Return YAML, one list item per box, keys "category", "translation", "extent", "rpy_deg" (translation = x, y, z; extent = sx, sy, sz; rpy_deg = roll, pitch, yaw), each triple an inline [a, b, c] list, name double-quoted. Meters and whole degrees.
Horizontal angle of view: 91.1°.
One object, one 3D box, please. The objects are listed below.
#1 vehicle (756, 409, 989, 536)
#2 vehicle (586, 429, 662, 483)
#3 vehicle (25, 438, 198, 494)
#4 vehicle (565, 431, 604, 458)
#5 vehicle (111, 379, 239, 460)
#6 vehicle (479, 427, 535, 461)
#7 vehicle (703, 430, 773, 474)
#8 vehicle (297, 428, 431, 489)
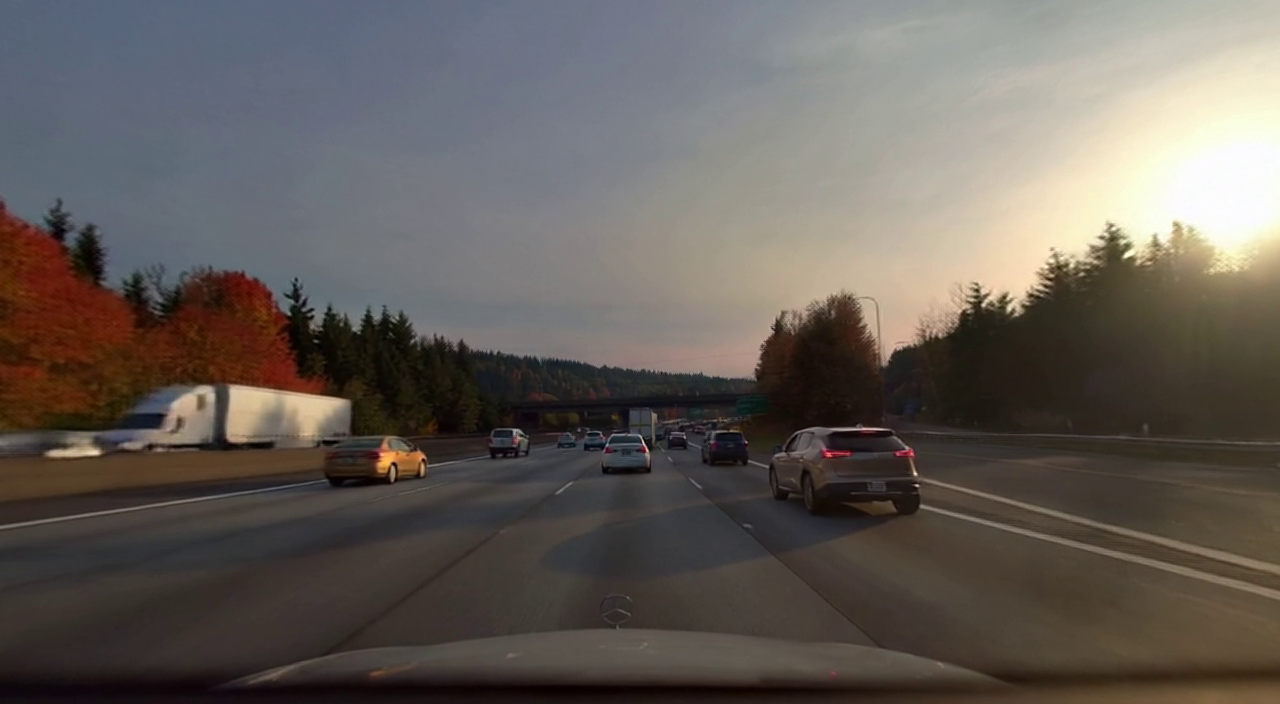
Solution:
- category: "vehicle"
  translation: [3.450, 1.867, 10.433]
  extent: [2.095, 1.650, 4.331]
  rpy_deg: [0, -8, -2]
- category: "vehicle"
  translation: [-0.482, 3.181, 19.655]
  extent: [2.111, 1.494, 4.364]
  rpy_deg: [0, -8, -1]
- category: "vehicle"
  translation: [-15.411, 3.288, 18.651]
  extent: [1.775, 1.463, 3.812]
  rpy_deg: [0, -8, 1]
- category: "vehicle"
  translation: [-3.531, 5.986, 40.874]
  extent: [2.064, 1.672, 4.277]
  rpy_deg: [0, -8, 1]
- category: "vehicle"
  translation: [-22.959, 3.394, 31.314]
  extent: [3.144, 3.727, 3.852]
  rpy_deg: [0, -7, 0]
- category: "vehicle"
  translation: [-7.457, 5.217, 35.762]
  extent: [2.117, 1.779, 4.745]
  rpy_deg: [0, -8, 1]
- category: "vehicle"
  translation: [3.694, 3.826, 24.456]
  extent: [1.972, 1.516, 4.514]
  rpy_deg: [0, -8, 0]
- category: "vehicle"
  translation: [-7.567, 2.930, 17.707]
  extent: [1.934, 1.526, 3.966]
  rpy_deg: [0, -8, 0]
